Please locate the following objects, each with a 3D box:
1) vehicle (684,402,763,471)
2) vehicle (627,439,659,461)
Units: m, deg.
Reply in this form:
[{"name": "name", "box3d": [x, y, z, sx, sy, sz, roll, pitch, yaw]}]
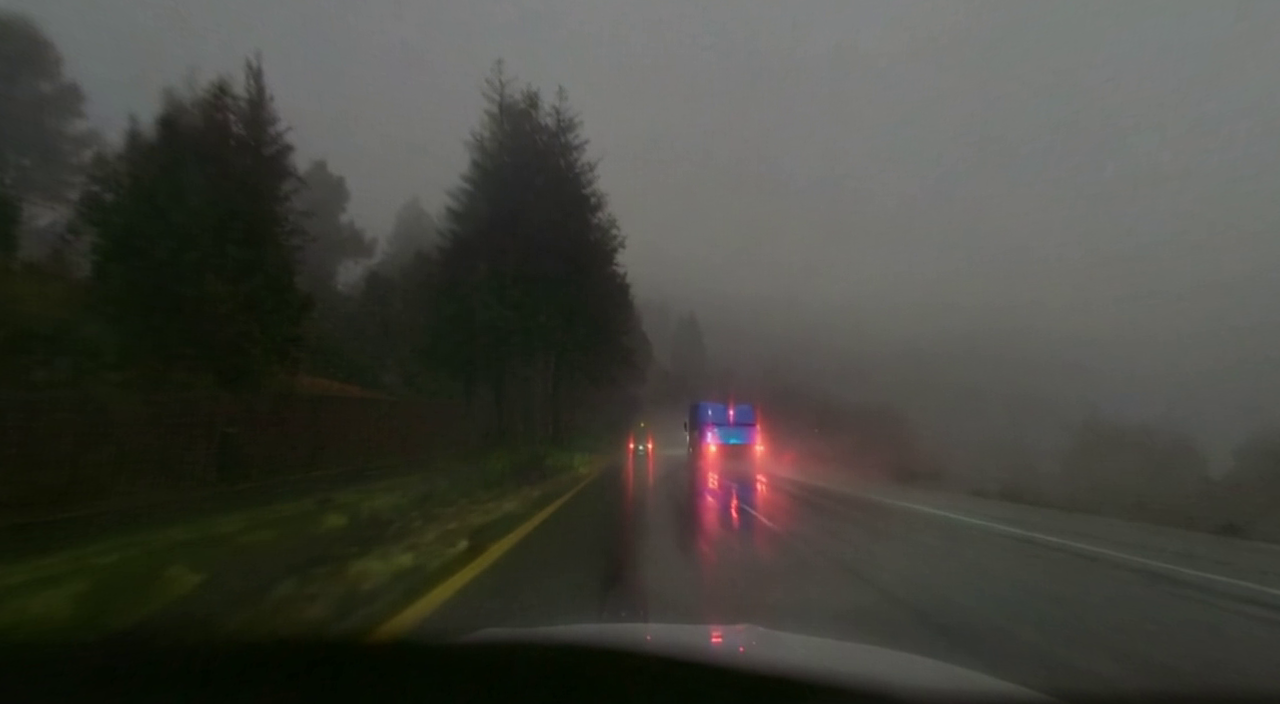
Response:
[{"name": "vehicle", "box3d": [4.211, 4.564, 33.480, 3.015, 3.211, 7.982, 0, -9, -1]}, {"name": "vehicle", "box3d": [0.214, 7.010, 44.991, 2.170, 1.544, 4.373, 0, -9, 0]}]
